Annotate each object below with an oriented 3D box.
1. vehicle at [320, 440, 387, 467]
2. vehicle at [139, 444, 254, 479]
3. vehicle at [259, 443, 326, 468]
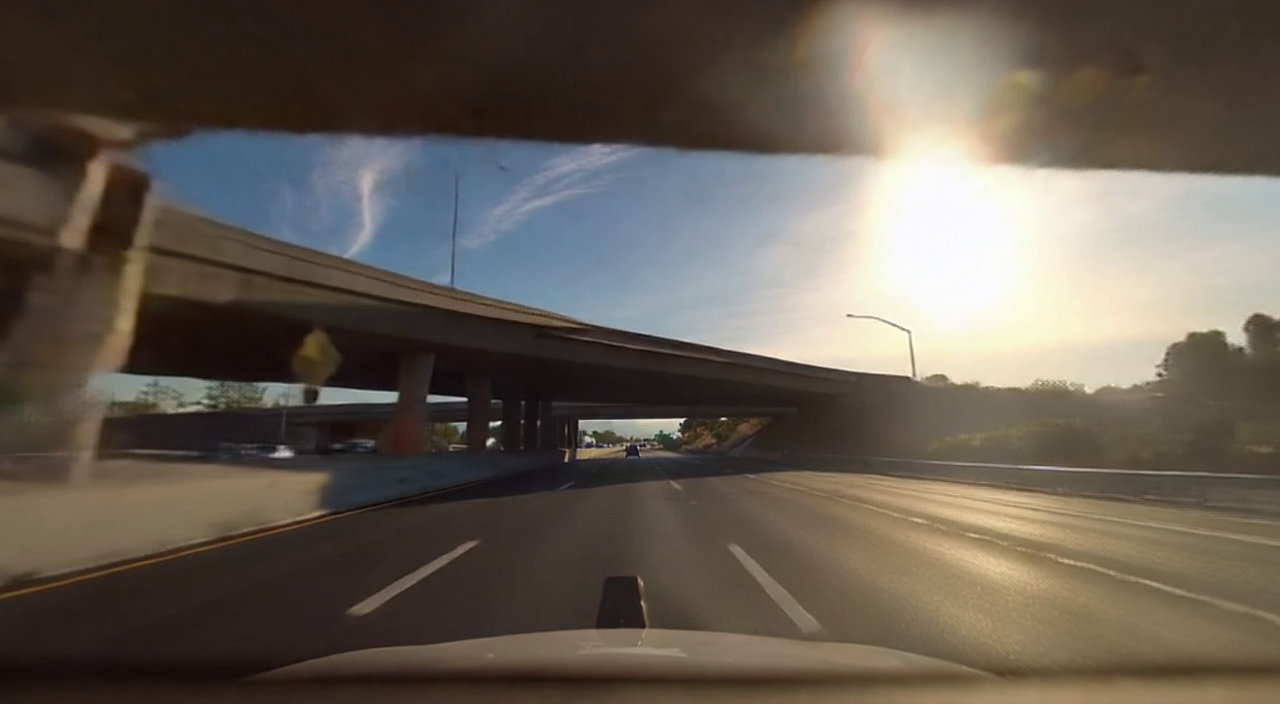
[{"bbox_3d":[-17.516,6.240,38.904,1.919,1.579,4.704,0,-9,0],"label":"vehicle"},{"bbox_3d":[-20.763,5.132,29.875,2.003,1.495,4.720,0,-9,0],"label":"vehicle"},{"bbox_3d":[-24.213,7.217,44.238,1.968,1.630,4.757,0,-9,-1],"label":"vehicle"}]
